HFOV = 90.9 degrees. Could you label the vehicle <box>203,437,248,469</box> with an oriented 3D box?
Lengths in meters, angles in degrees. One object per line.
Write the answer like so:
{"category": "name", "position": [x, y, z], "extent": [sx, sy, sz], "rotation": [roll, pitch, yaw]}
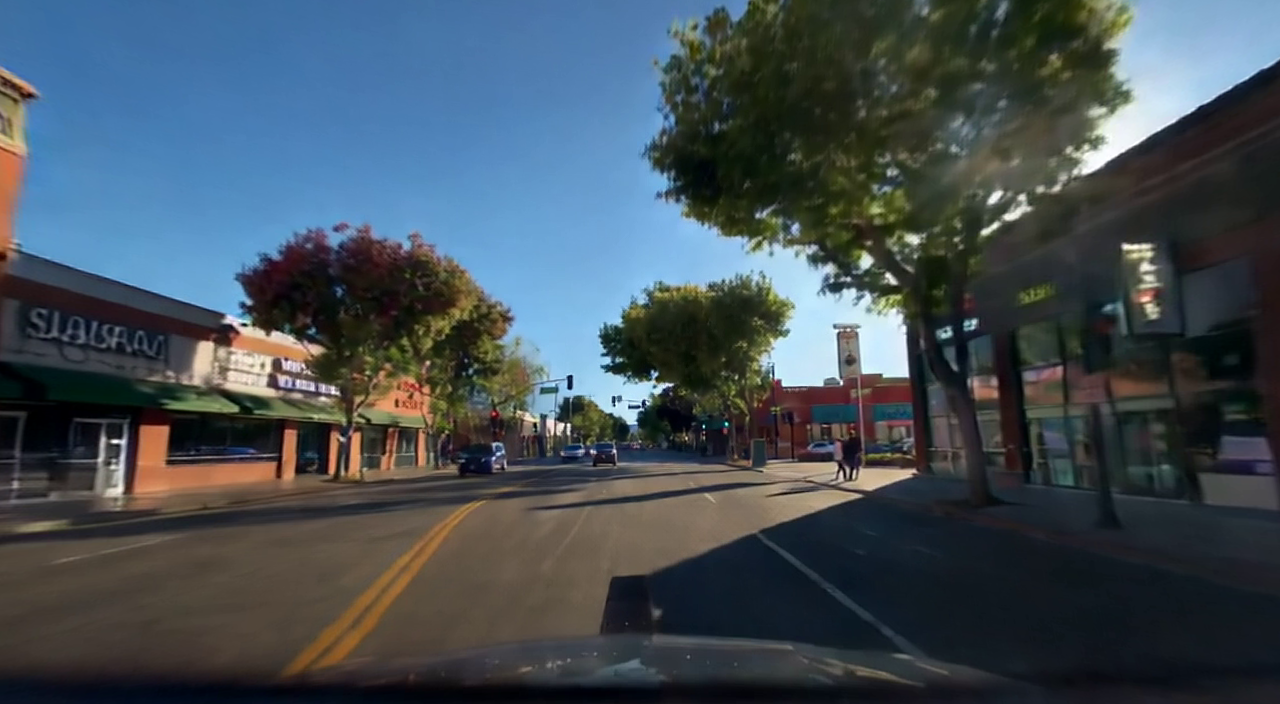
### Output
{"category": "vehicle", "position": [-26.328, 6.381, 39.943], "extent": [2.099, 1.901, 4.832], "rotation": [6, -10, -35]}

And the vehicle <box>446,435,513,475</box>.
{"category": "vehicle", "position": [-8.385, 5.435, 33.470], "extent": [2.242, 1.919, 4.922], "rotation": [0, -8, 0]}

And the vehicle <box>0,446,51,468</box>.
{"category": "vehicle", "position": [-42.036, 6.977, 42.053], "extent": [4.410, 1.422, 1.812], "rotation": [-2, -9, 15]}
